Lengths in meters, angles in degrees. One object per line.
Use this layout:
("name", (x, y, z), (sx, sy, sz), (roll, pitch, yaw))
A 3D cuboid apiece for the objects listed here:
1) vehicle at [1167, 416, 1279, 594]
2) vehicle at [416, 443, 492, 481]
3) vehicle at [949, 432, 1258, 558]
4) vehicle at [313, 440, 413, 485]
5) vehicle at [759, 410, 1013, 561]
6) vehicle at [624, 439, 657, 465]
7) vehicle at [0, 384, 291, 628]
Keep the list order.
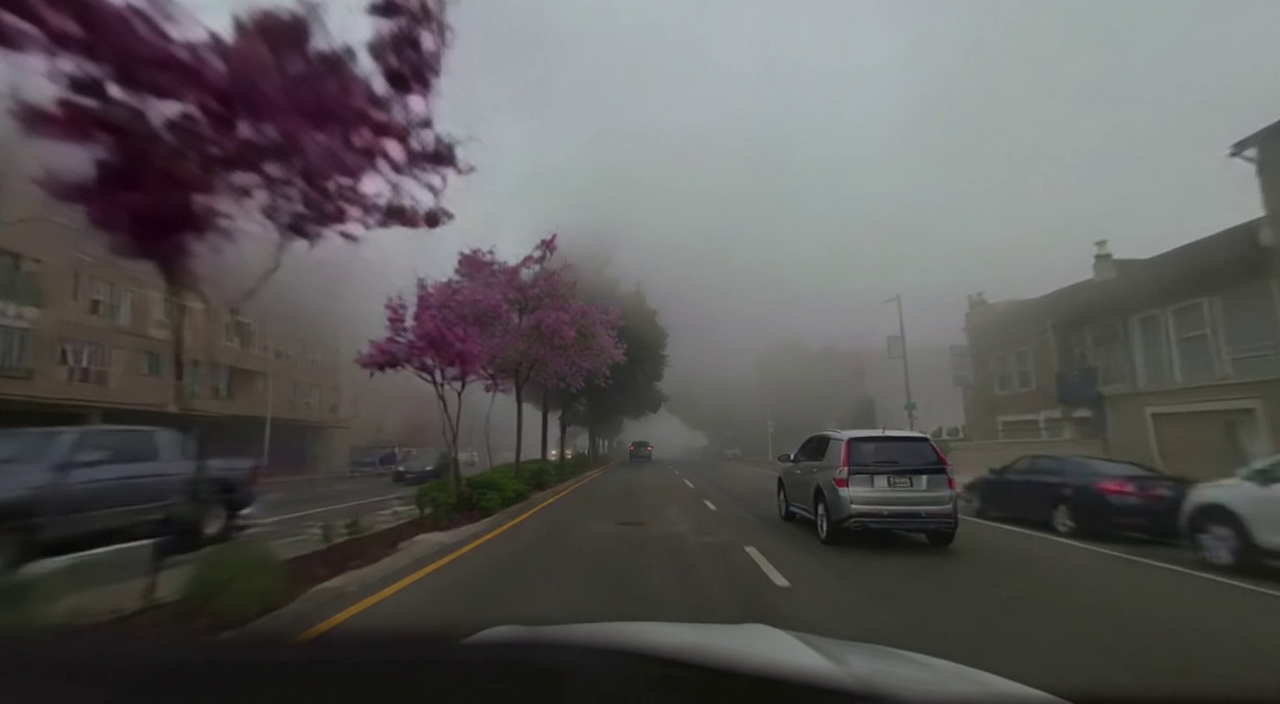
("vehicle", (7.198, 1.340, 5.095), (2.022, 1.714, 4.550), (0, -8, 2))
("vehicle", (-7.930, 4.725, 27.330), (1.931, 1.491, 4.026), (0, -8, 2))
("vehicle", (7.309, 2.197, 10.749), (1.865, 1.576, 4.651), (1, -7, 2))
("vehicle", (-11.738, 4.688, 27.133), (2.021, 1.730, 4.866), (0, -8, 1))
("vehicle", (3.314, 1.894, 9.714), (2.071, 1.747, 4.549), (0, -8, 0))
("vehicle", (0.070, 7.225, 45.635), (2.244, 1.813, 4.129), (0, -8, 1))
("vehicle", (-5.717, 1.327, 6.022), (2.034, 1.771, 4.795), (-1, -7, 0))
